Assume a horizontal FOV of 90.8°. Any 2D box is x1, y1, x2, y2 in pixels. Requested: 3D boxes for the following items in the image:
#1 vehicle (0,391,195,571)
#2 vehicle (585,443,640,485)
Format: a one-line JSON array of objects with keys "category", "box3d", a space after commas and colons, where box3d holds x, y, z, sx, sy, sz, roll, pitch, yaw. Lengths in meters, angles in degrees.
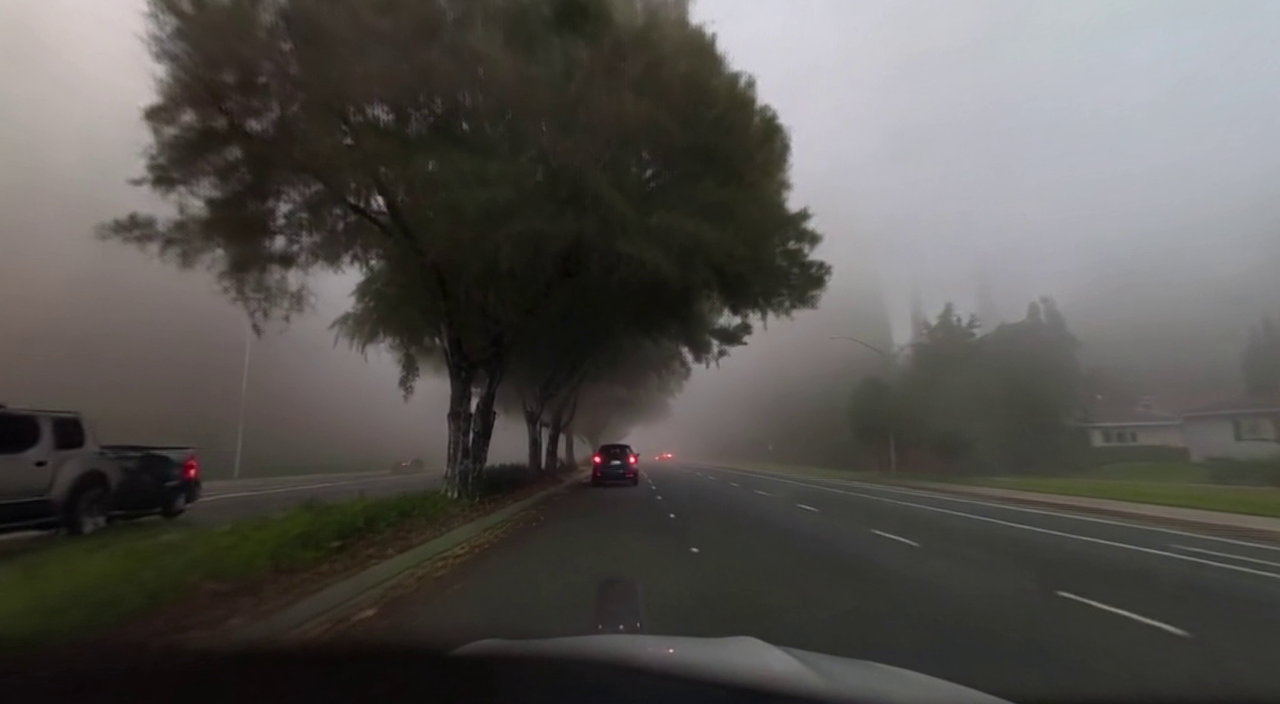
[{"category": "vehicle", "box3d": [-8.762, 1.623, 8.174, 2.386, 2.101, 4.923, 1, -8, 0]}, {"category": "vehicle", "box3d": [-1.065, 4.691, 26.746, 2.093, 1.591, 4.247, 0, -8, 0]}]
